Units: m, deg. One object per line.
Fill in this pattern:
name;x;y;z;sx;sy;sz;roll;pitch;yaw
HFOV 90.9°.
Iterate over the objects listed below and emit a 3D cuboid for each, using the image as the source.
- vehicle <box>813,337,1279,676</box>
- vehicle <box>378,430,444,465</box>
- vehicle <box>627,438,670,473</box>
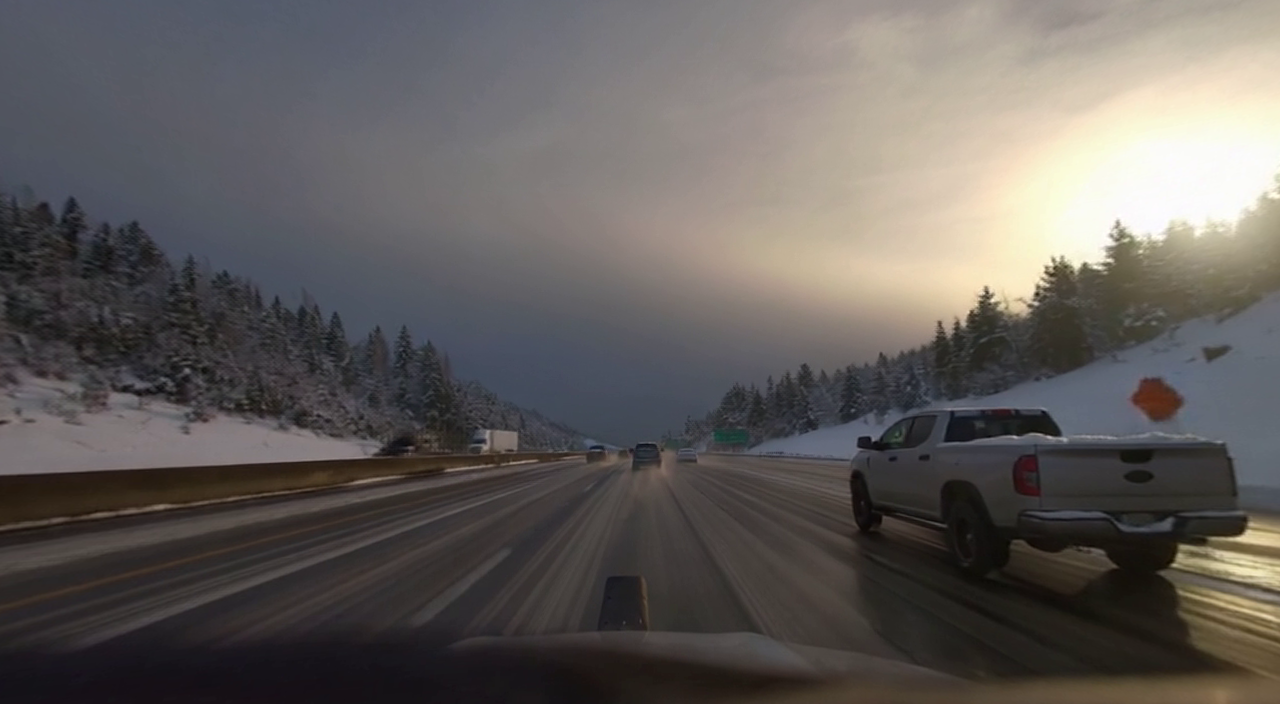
vehicle;4.047;1.311;6.682;2.700;1.980;5.866;0;-8;-1
vehicle;-15.896;6.685;44.188;2.233;2.227;6.034;0;-8;2
vehicle;0.408;5.421;33.305;2.086;1.685;4.206;0;-8;0
